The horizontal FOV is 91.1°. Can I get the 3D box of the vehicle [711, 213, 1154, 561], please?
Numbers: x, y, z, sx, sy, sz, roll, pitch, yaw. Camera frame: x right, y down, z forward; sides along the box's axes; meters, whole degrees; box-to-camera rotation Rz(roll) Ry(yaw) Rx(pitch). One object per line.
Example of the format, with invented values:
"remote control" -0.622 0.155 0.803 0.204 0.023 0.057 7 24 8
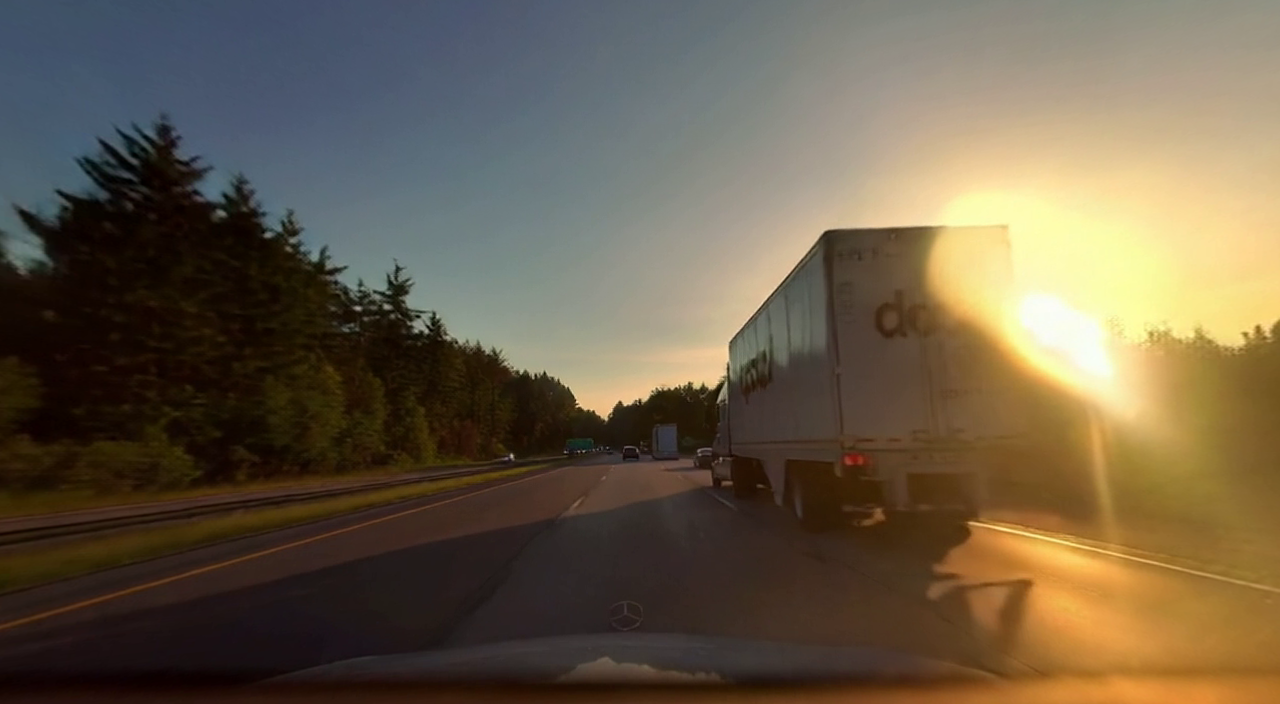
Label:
"vehicle" 4.053 1.394 14.191 2.973 4.007 14.076 0 -9 -1
